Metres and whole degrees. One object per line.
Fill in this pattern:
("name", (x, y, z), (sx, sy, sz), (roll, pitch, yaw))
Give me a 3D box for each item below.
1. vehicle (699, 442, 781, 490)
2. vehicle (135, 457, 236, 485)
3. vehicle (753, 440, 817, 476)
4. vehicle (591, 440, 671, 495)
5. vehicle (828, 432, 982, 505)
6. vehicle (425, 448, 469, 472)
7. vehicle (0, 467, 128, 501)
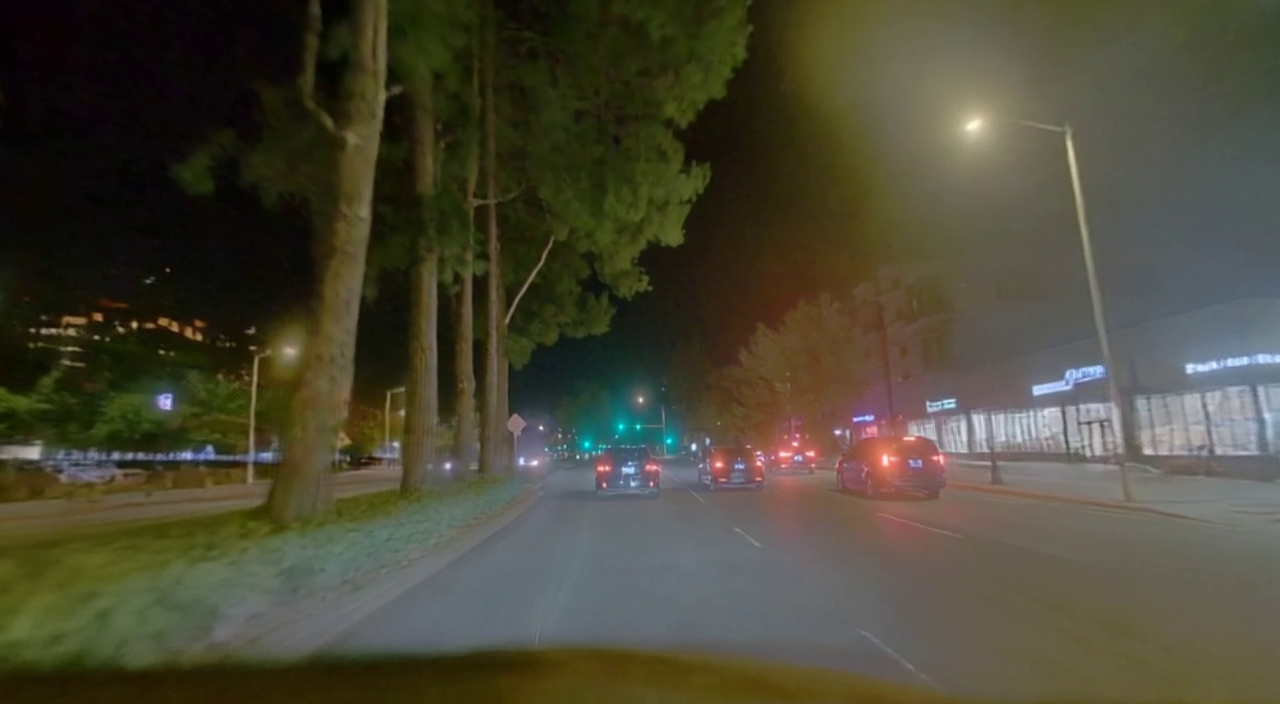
("vehicle", (3.314, 3.878, 21.846), (1.993, 1.477, 4.240), (0, -9, -2))
("vehicle", (-27.929, 7.311, 38.908), (4.640, 1.640, 2.026), (-1, -9, 1))
("vehicle", (7.238, 5.354, 32.026), (2.025, 1.666, 4.448), (0, -9, -2))
("vehicle", (-0.326, 3.402, 18.939), (2.101, 1.444, 4.248), (0, -9, -2))
("vehicle", (7.007, 3.139, 17.436), (2.052, 1.708, 4.842), (0, -9, -1))
("vehicle", (-13.390, 7.515, 44.076), (1.934, 1.491, 3.684), (-1, -8, 0))
("vehicle", (-28.150, 6.399, 30.796), (4.693, 1.499, 1.838), (0, -9, 0))
